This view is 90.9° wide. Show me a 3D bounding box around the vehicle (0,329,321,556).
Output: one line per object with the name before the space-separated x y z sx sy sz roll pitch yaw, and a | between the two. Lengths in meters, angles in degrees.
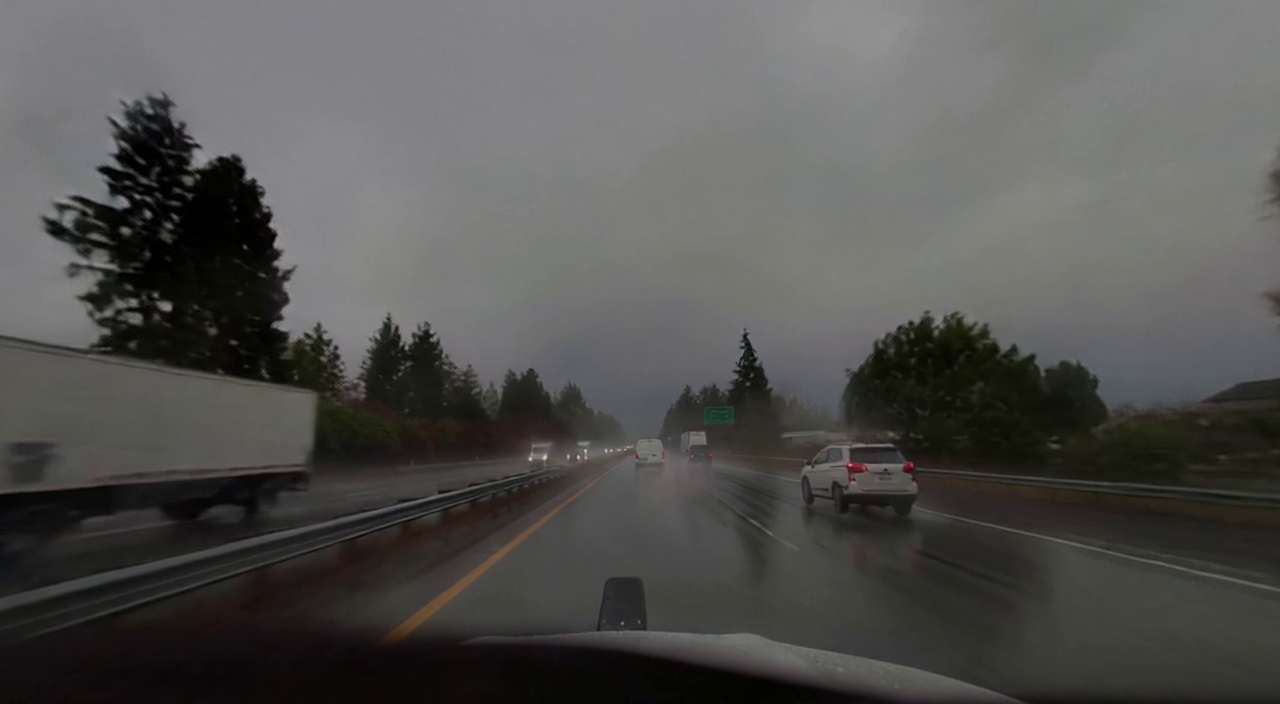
vehicle | -13.232 2.333 15.943 2.898 4.145 14.046 0 -9 0

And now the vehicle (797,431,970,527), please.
vehicle | 4.463 2.360 12.189 1.868 1.566 3.509 0 -9 -1

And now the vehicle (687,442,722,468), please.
vehicle | 4.414 7.145 43.785 1.961 1.689 3.971 0 -9 -1

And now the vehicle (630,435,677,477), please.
vehicle | 0.622 5.074 30.934 2.143 1.925 4.101 0 -9 1
